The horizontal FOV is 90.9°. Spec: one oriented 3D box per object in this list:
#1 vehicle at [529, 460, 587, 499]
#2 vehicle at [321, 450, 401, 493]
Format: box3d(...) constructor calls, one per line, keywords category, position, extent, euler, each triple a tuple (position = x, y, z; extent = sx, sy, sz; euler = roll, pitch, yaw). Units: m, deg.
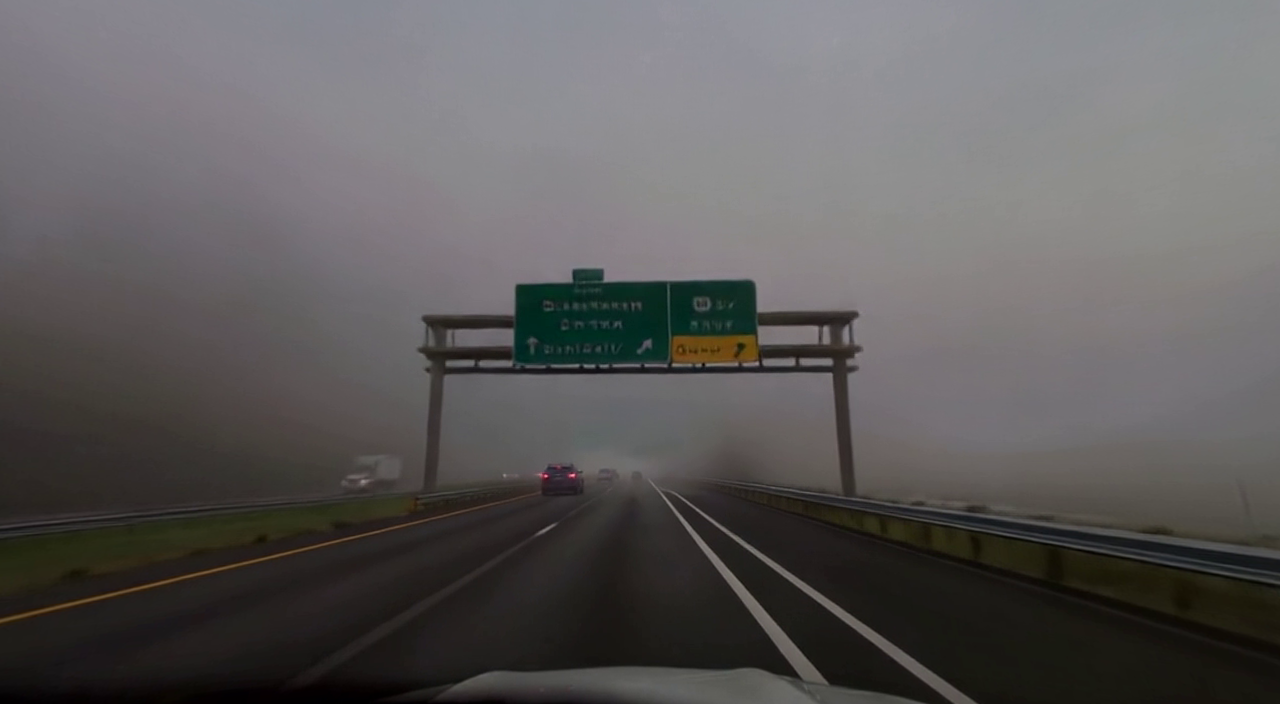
box3d(category="vehicle", position=(-4.247, 6.739, 33.546), extent=(2.254, 1.809, 5.839), euler=(1, -11, 0))
box3d(category="vehicle", position=(-18.088, 7.839, 41.331), extent=(2.348, 2.530, 6.058), euler=(0, -11, 0))
